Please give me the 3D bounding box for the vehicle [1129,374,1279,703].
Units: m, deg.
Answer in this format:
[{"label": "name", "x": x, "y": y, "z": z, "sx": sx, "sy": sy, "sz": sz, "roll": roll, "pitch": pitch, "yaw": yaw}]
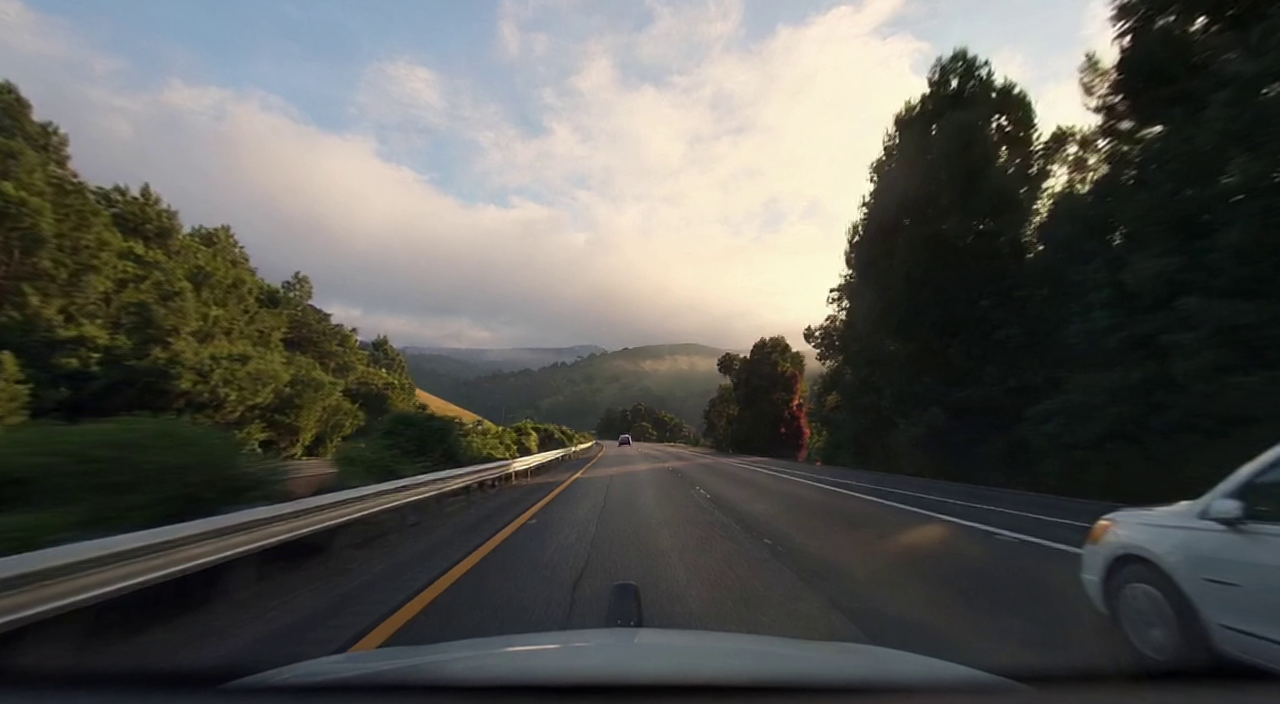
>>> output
[{"label": "vehicle", "x": 3.432, "y": 0.652, "z": 0.935, "sx": 2.052, "sy": 1.545, "sz": 4.124, "roll": 0, "pitch": -8, "yaw": 0}]
